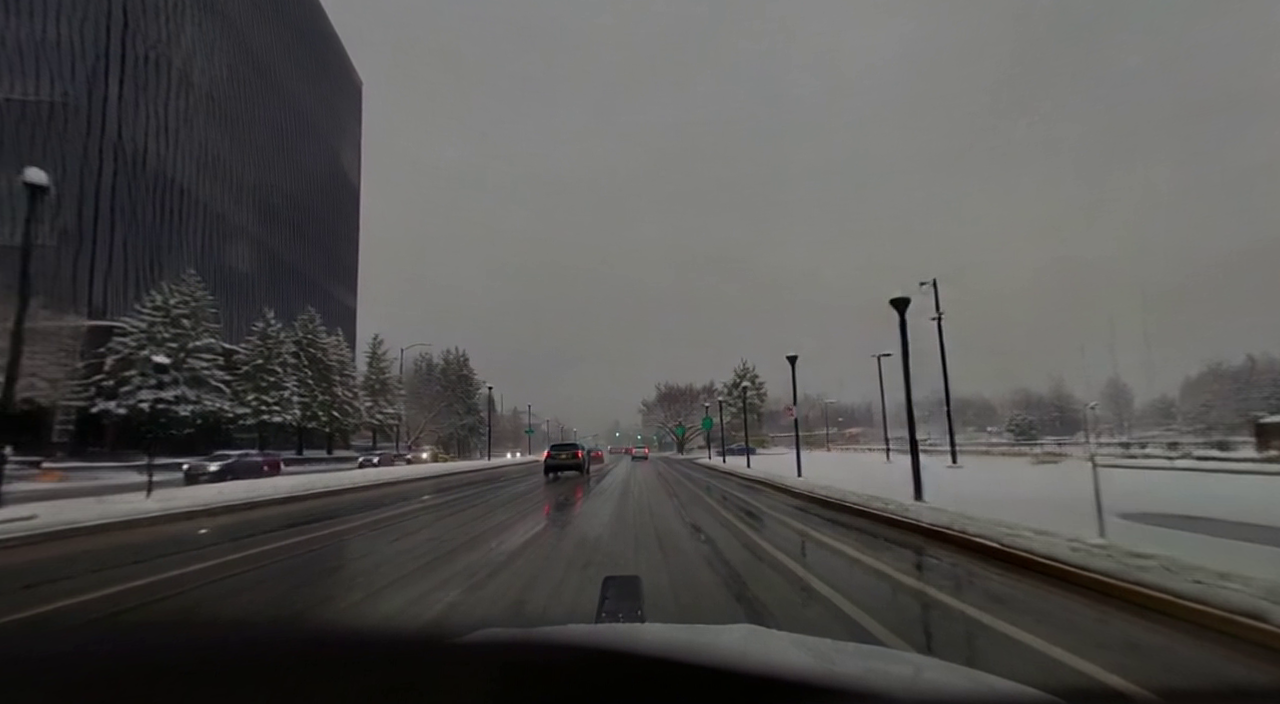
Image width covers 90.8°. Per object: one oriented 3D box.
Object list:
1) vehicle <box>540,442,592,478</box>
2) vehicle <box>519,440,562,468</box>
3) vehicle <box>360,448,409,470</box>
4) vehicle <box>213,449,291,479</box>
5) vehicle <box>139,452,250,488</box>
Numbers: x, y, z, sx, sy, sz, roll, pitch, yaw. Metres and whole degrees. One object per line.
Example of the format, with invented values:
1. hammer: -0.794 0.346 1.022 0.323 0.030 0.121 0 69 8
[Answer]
1. vehicle: -3.355 4.986 29.410 1.983 1.545 3.773 0 -8 0
2. vehicle: -6.887 7.127 44.245 2.224 1.821 4.711 0 -8 1
3. vehicle: -20.134 8.445 49.999 1.918 1.601 4.610 0 -8 0
4. vehicle: -23.680 6.832 38.763 1.855 1.692 4.621 0 -8 0
5. vehicle: -20.194 5.341 28.912 1.856 1.471 4.445 0 -8 0
